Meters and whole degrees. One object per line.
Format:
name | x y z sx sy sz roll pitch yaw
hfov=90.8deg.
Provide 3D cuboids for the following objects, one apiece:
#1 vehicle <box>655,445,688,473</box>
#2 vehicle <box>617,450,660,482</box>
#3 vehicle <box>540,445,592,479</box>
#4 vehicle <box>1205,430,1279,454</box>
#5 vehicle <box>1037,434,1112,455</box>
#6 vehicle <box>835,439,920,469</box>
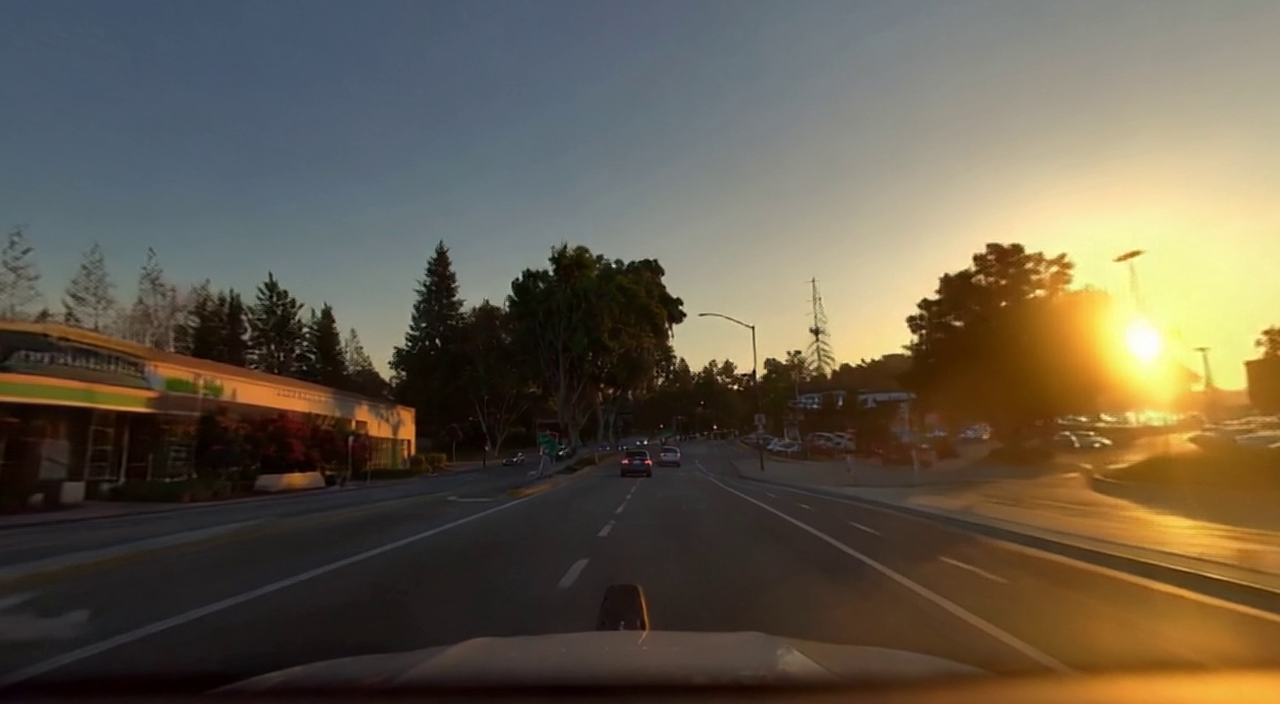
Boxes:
vehicle | 2.085 7.074 41.948 2.046 1.768 4.370 -1 -9 2
vehicle | -0.081 5.436 30.372 1.917 1.418 3.987 -1 -9 0
vehicle | -4.485 6.754 39.277 2.298 1.905 5.777 -1 -9 2
vehicle | 39.463 5.796 40.536 1.810 1.442 4.420 1 -9 -10
vehicle | 31.492 6.693 45.849 4.202 1.432 1.934 1 -9 -9
vehicle | 17.442 7.556 47.421 2.618 1.565 11.353 -4 -7 3
